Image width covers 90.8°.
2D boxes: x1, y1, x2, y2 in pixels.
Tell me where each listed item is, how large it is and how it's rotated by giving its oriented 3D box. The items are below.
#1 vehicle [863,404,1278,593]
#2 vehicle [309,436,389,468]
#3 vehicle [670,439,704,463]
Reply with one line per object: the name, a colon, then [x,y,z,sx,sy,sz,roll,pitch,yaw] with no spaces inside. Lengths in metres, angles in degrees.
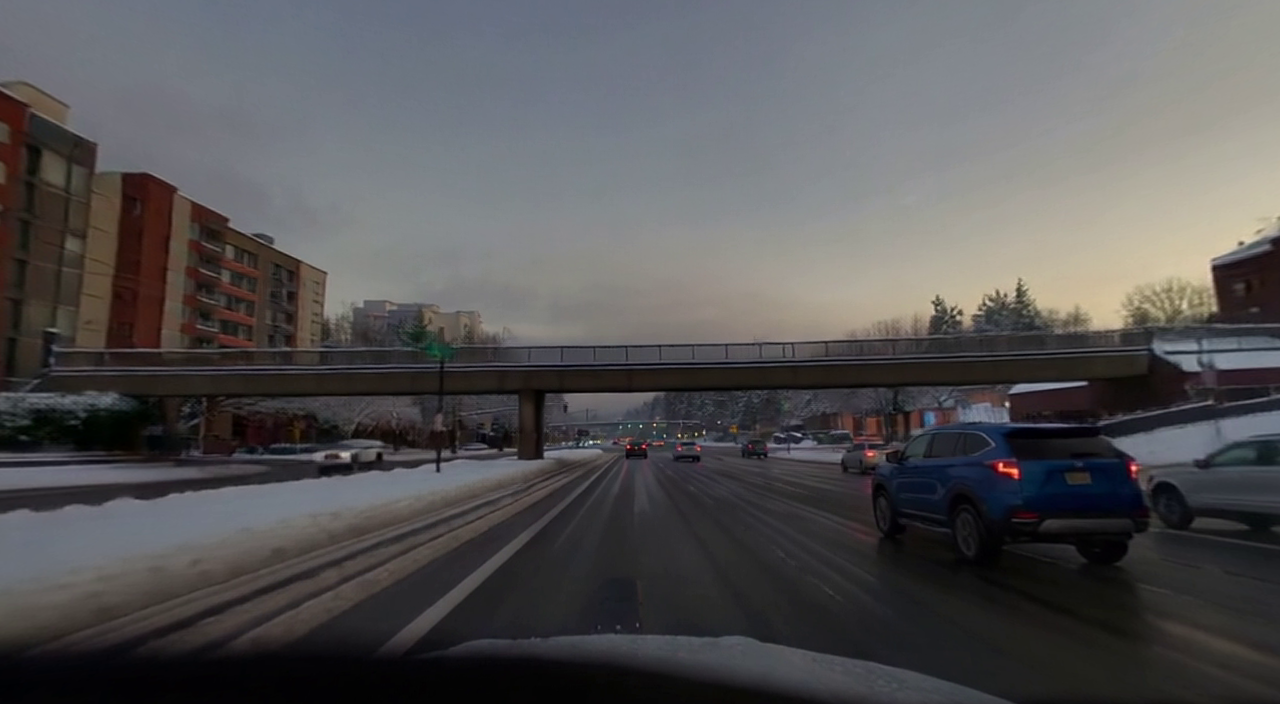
vehicle: [4.835,1.711,8.273,2.130,1.741,4.665,0,-9,0]
vehicle: [-16.433,5.670,35.974,2.077,1.676,4.921,0,-9,2]
vehicle: [3.436,7.358,46.935,2.165,1.708,3.928,0,-9,0]
